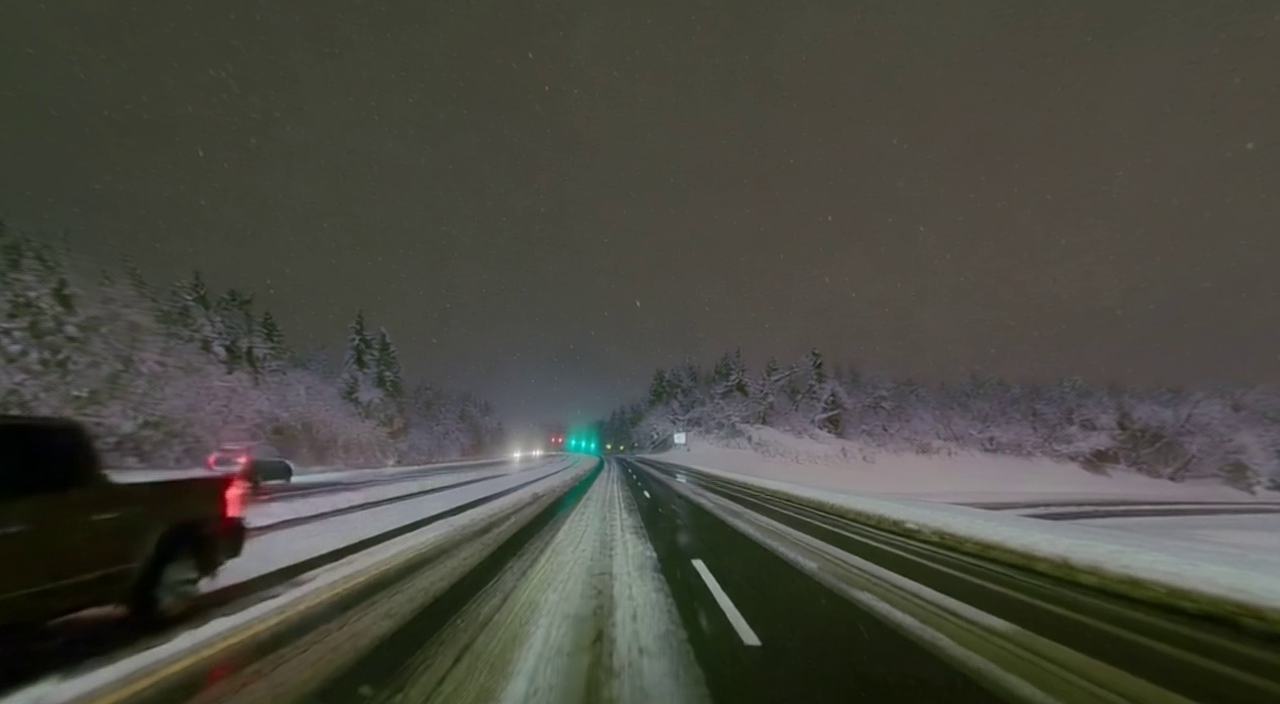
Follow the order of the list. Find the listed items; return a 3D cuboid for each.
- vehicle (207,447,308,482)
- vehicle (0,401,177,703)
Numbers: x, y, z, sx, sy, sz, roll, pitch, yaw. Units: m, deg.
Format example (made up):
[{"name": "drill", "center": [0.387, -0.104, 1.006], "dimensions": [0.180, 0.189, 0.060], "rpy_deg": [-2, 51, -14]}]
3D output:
[{"name": "vehicle", "center": [-18.336, 5.399, 30.548], "dimensions": [2.036, 1.525, 4.677], "rpy_deg": [0, -9, -1]}, {"name": "vehicle", "center": [-4.205, 0.904, 2.432], "dimensions": [1.722, 1.523, 3.736], "rpy_deg": [-1, -9, 6]}]
